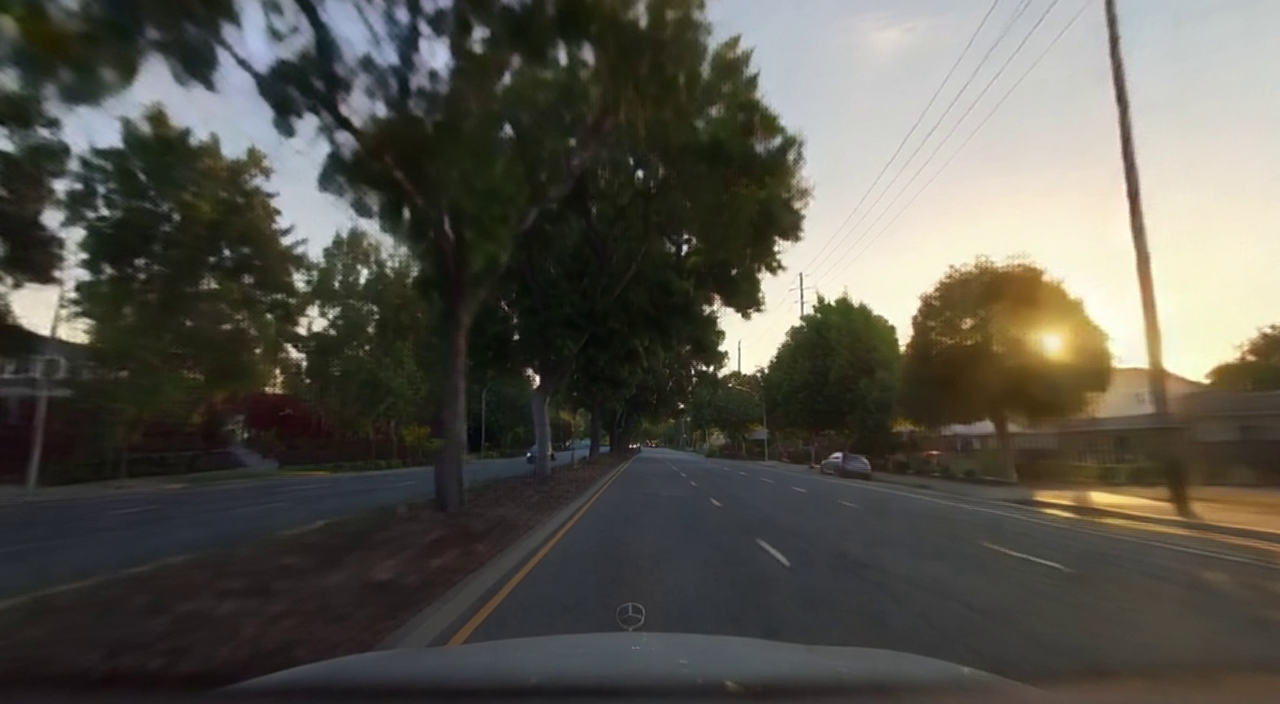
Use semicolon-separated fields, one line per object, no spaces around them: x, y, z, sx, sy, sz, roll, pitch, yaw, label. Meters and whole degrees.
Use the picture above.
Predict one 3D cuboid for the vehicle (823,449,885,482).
11.806;6.273;35.080;2.061;1.575;4.098;4;-8;1;vehicle
